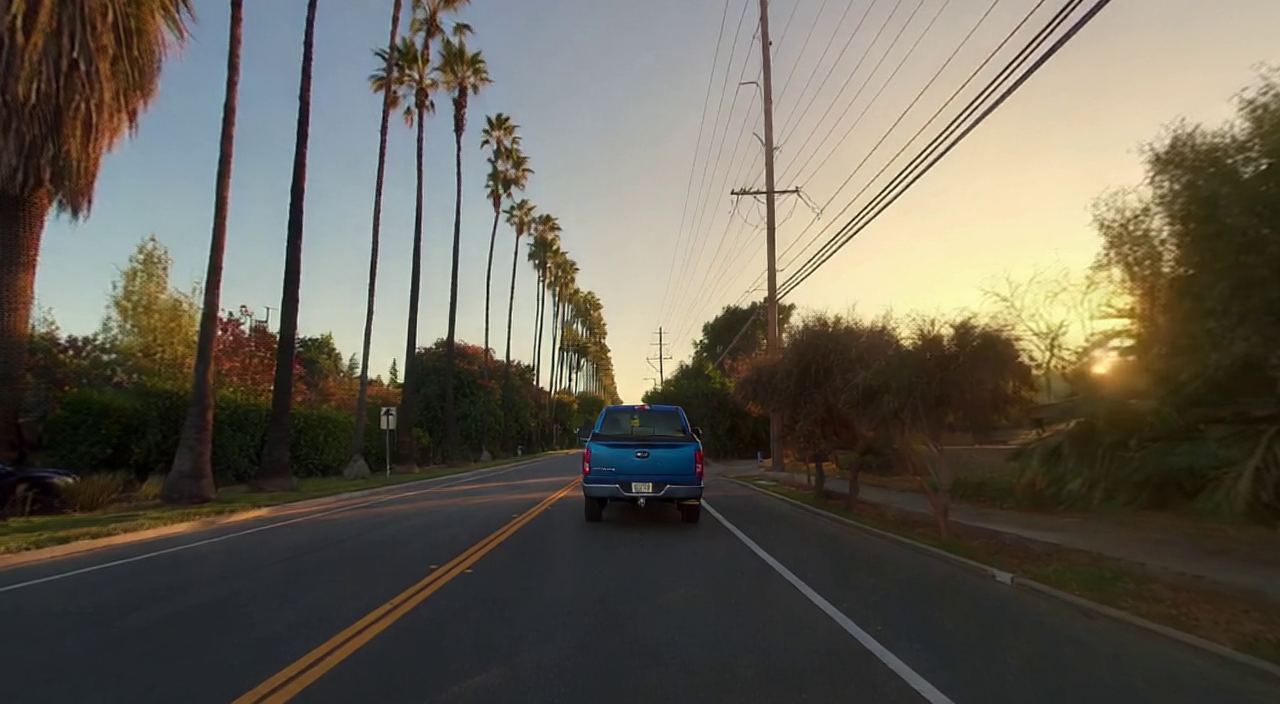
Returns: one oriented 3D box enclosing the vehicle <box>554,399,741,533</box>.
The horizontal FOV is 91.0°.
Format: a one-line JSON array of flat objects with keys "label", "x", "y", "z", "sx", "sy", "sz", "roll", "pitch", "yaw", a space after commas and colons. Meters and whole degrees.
[{"label": "vehicle", "x": 0.077, "y": 2.150, "z": 12.463, "sx": 2.803, "sy": 2.005, "sz": 5.885, "roll": 0, "pitch": -8, "yaw": -1}]
